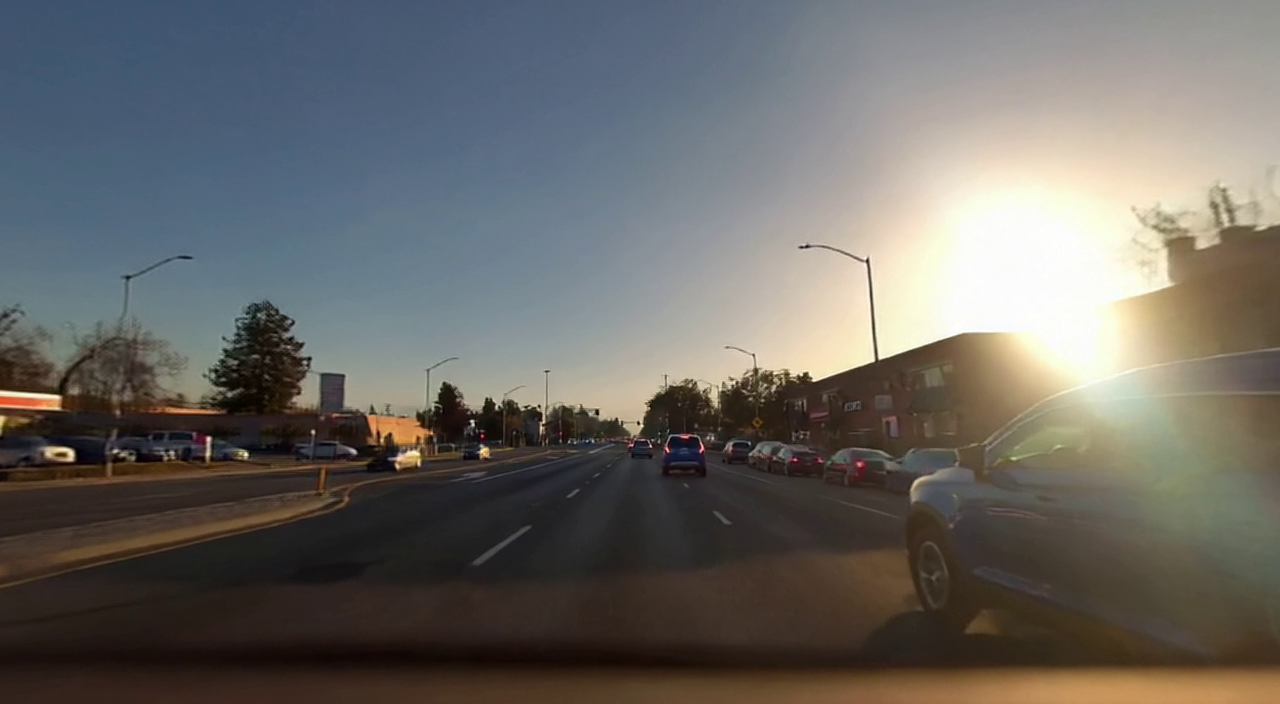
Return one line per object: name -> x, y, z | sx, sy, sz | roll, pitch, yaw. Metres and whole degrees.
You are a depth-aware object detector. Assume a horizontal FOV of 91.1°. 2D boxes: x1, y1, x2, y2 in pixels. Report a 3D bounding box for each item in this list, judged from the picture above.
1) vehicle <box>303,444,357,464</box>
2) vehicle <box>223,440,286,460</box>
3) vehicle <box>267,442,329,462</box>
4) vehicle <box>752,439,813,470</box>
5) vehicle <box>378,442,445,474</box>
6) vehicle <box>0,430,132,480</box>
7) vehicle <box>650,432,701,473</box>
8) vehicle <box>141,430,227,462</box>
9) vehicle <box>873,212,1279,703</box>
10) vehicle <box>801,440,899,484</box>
vehicle -> -24.259, 7.980, 49.308 | 1.822, 1.466, 4.445 | 0, -9, 2
vehicle -> -30.100, 7.684, 49.181 | 1.949, 1.466, 4.654 | 0, -8, 1
vehicle -> -26.934, 7.897, 49.701 | 1.929, 1.537, 5.124 | 0, -8, 2
vehicle -> 7.441, 5.417, 33.281 | 2.055, 1.508, 4.782 | 0, -8, 0
vehicle -> -11.438, 5.330, 31.720 | 1.942, 1.473, 4.506 | 1, -8, -4
vehicle -> -25.714, 4.501, 27.653 | 2.086, 1.967, 5.297 | 0, -8, 1
vehicle -> 1.703, 4.958, 31.210 | 2.317, 1.857, 5.150 | 0, -8, 2
vehicle -> -30.719, 6.401, 42.546 | 2.042, 1.901, 5.209 | -3, -10, -1
vehicle -> 3.057, 0.713, 2.797 | 2.246, 1.963, 4.777 | 0, -8, 1
vehicle -> 7.474, 3.947, 22.852 | 1.966, 1.416, 4.589 | 0, -8, 0
